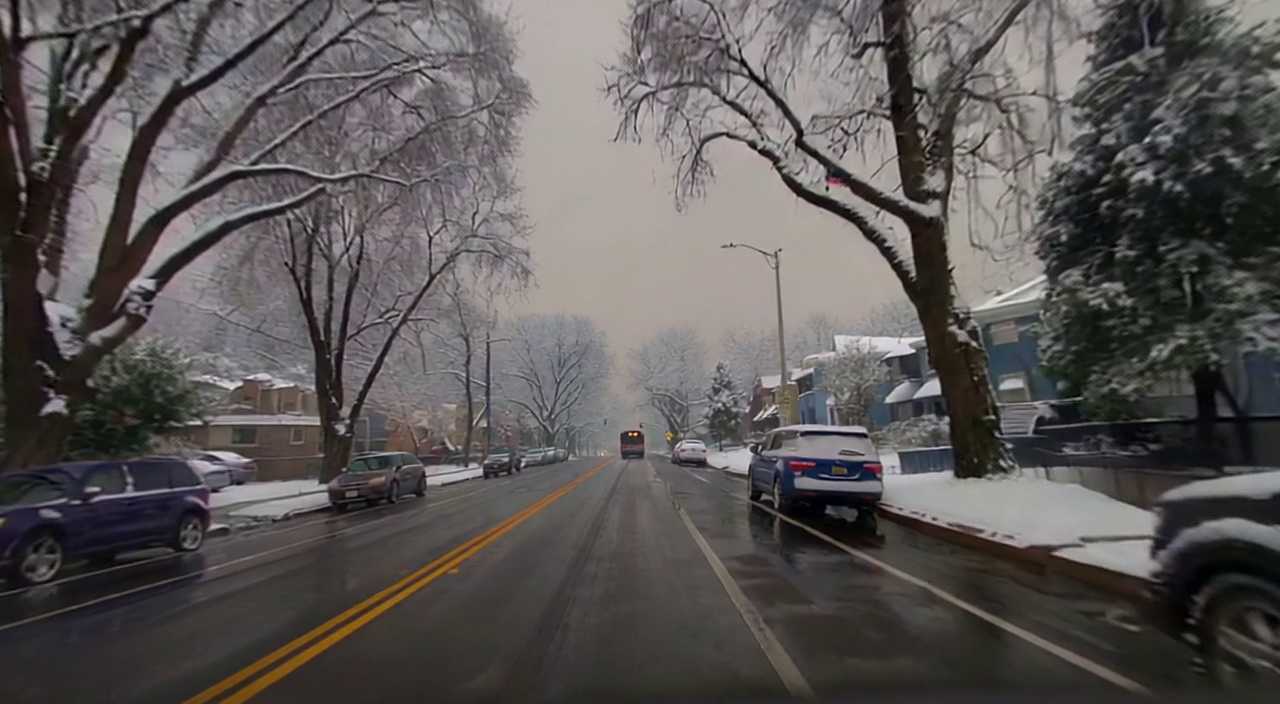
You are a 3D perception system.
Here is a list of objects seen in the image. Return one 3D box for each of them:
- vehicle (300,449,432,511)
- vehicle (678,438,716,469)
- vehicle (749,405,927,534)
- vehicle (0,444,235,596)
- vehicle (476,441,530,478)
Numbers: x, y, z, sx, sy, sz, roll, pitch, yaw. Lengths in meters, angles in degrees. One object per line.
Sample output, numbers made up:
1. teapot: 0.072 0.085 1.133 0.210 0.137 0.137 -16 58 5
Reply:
1. vehicle: -8.389 3.905 19.889 1.921 1.494 4.884 -4 -8 1
2. vehicle: 3.889 6.985 43.724 2.060 1.833 4.927 4 -9 0
3. vehicle: 3.667 2.250 12.722 2.131 1.995 4.626 3 -8 1
4. vehicle: -8.426 2.332 9.079 1.989 1.726 5.129 -6 -9 -2
5. vehicle: -8.333 6.599 39.030 2.094 1.840 5.450 -7 -8 -2
